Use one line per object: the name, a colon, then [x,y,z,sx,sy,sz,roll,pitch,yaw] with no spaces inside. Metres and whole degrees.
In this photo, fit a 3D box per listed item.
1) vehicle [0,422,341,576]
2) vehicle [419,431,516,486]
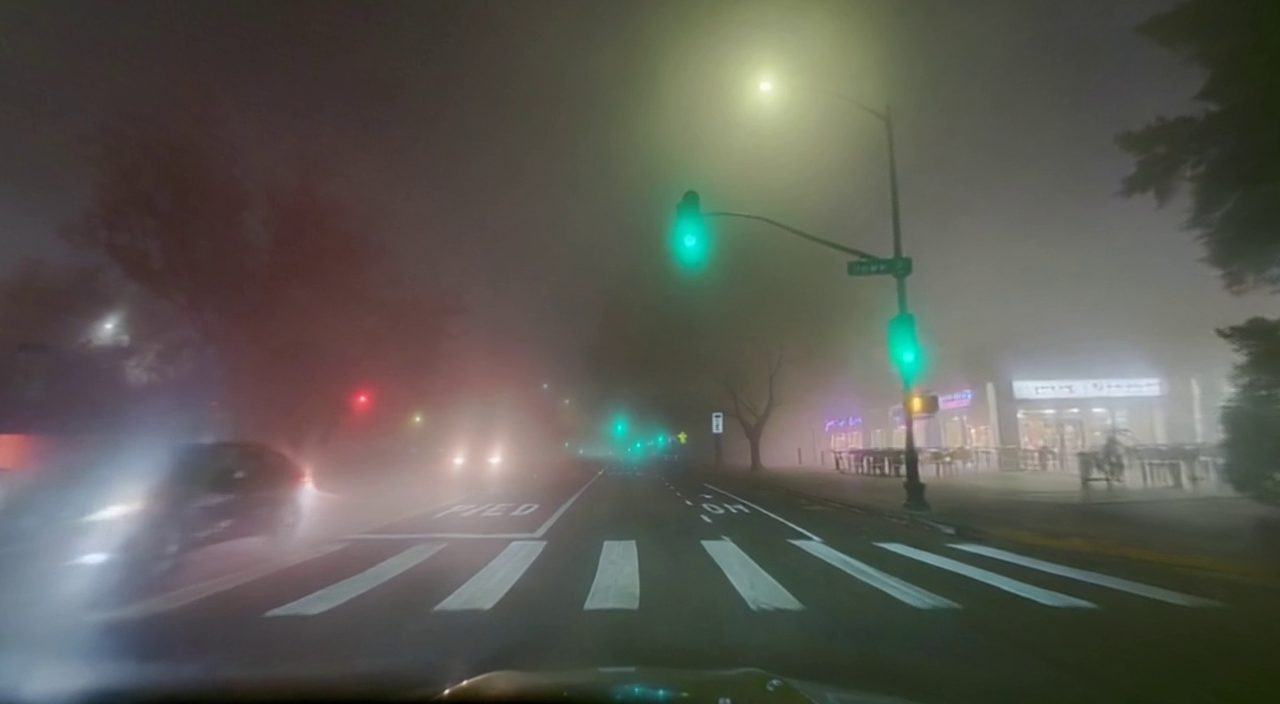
vehicle: [-6.350,1.891,8.957,2.019,1.596,4.608,0,-9,-1]
vehicle: [-6.778,4.268,25.559,2.545,1.943,5.168,0,-9,-1]
